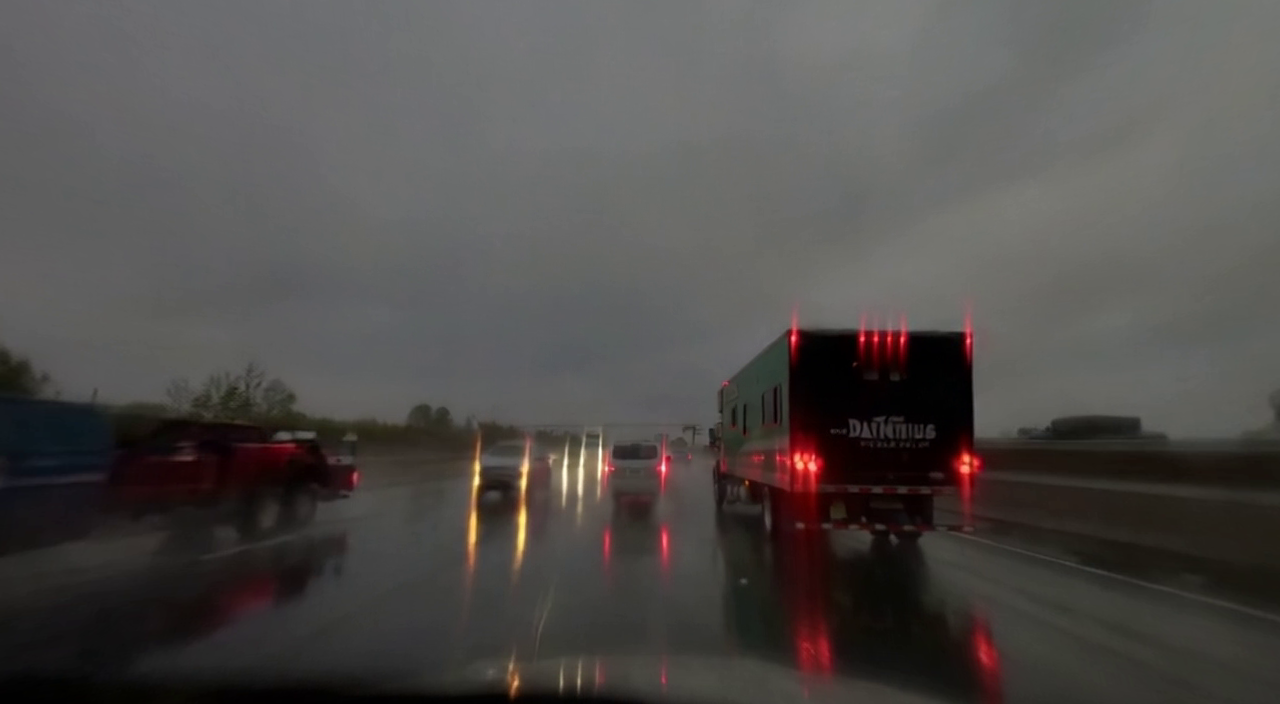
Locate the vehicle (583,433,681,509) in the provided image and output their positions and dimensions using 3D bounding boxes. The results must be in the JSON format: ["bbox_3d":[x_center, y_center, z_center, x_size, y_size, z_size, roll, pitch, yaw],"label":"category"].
[{"bbox_3d":[-0.161,3.018,16.404,2.201,1.719,4.058,0,-9,1],"label":"vehicle"}]

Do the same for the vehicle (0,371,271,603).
[{"bbox_3d":[-6.901,1.483,7.364,2.155,2.087,4.882,0,-9,1],"label":"vehicle"}]

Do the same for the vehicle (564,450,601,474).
[{"bbox_3d":[-3.641,7.042,40.652,1.933,1.465,3.898,0,-9,2],"label":"vehicle"}]

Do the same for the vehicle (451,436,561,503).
[{"bbox_3d":[-3.685,3.331,18.250,2.098,1.659,4.432,0,-9,1],"label":"vehicle"}]

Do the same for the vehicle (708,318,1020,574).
[{"bbox_3d":[2.951,1.596,10.945,2.533,2.942,7.280,0,-9,-1],"label":"vehicle"}]
